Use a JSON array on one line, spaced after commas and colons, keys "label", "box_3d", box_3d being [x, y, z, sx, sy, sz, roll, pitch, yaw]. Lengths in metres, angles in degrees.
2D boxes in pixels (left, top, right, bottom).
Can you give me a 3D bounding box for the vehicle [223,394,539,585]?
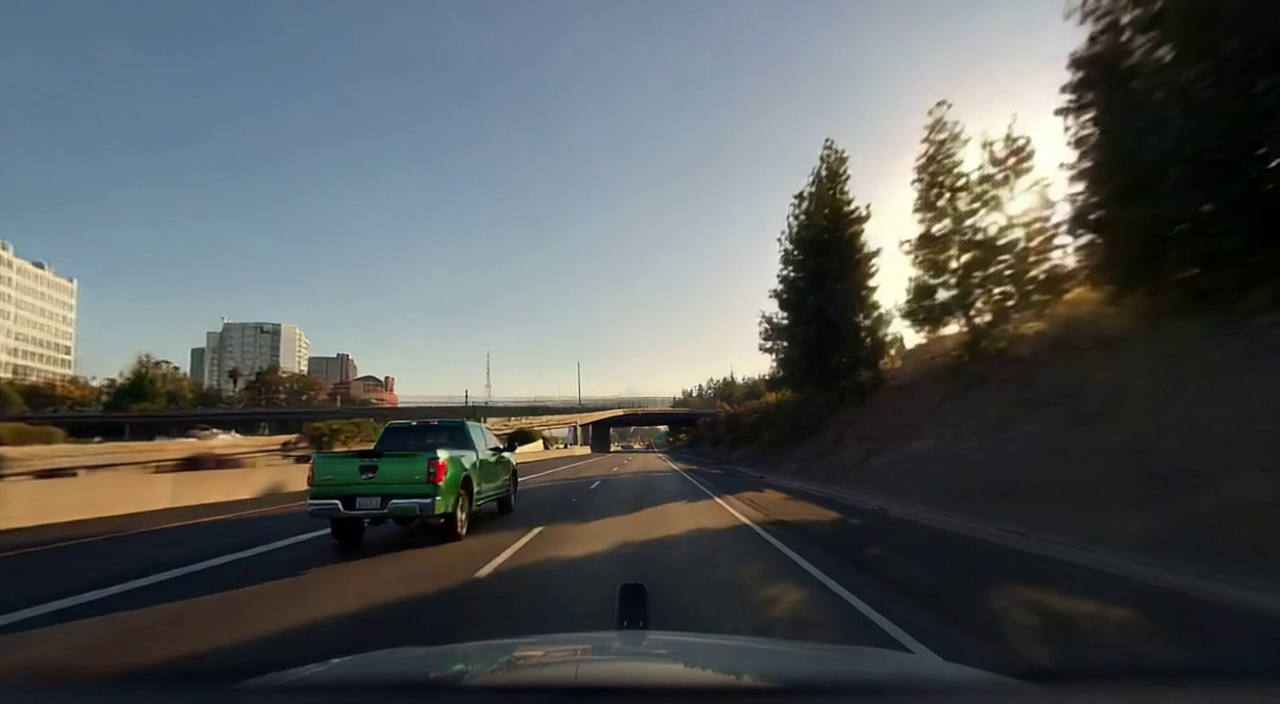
[{"label": "vehicle", "box_3d": [-3.135, 1.816, 9.395, 2.350, 1.932, 5.562, -1, -8, 0]}]
